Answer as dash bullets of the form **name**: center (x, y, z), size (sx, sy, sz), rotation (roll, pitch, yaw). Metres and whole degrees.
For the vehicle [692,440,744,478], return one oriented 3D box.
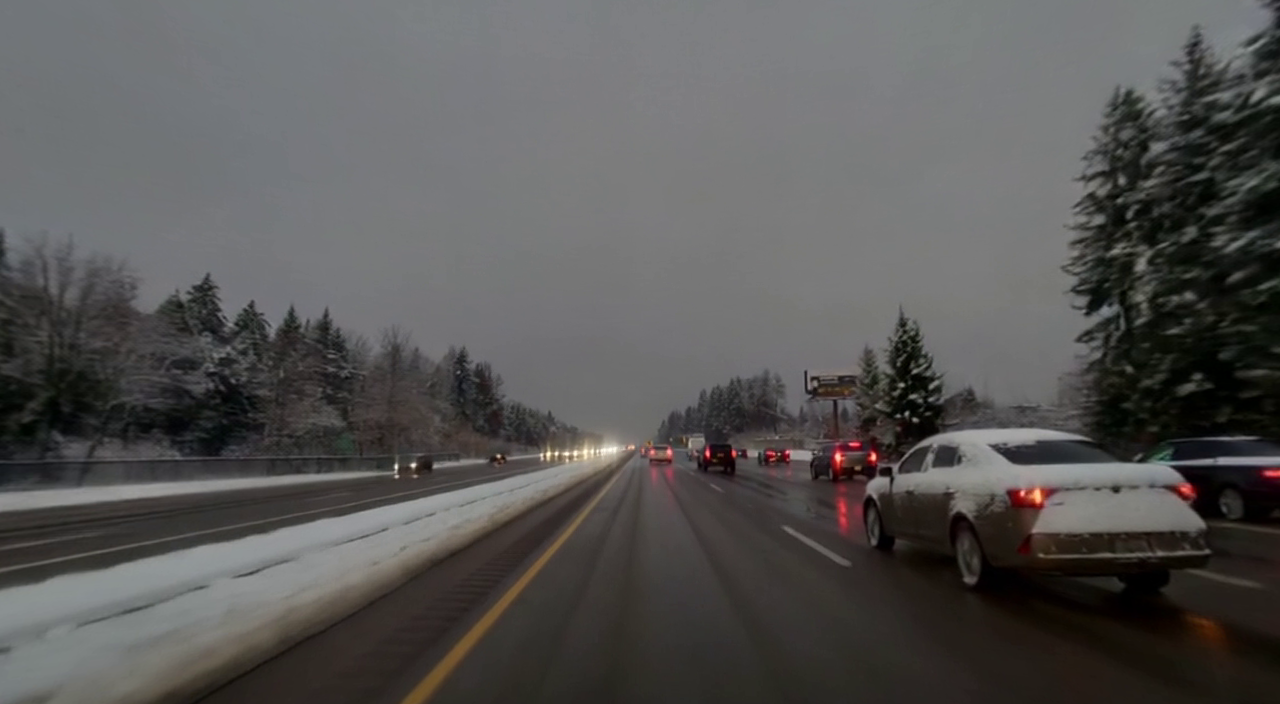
- **vehicle**: center (4.035, 5.592, 33.369), size (2.075, 1.845, 4.667), rotation (0, -8, -1)

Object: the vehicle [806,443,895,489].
- **vehicle**: center (7.735, 4.199, 23.665), size (1.807, 1.558, 4.352), rotation (0, -8, 0)

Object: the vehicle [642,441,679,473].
- **vehicle**: center (1.200, 6.438, 38.884), size (2.145, 1.832, 4.004), rotation (-1, -8, 1)

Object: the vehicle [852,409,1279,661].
- **vehicle**: center (3.911, 1.495, 6.336), size (1.989, 1.609, 4.355), rotation (0, -8, 0)
